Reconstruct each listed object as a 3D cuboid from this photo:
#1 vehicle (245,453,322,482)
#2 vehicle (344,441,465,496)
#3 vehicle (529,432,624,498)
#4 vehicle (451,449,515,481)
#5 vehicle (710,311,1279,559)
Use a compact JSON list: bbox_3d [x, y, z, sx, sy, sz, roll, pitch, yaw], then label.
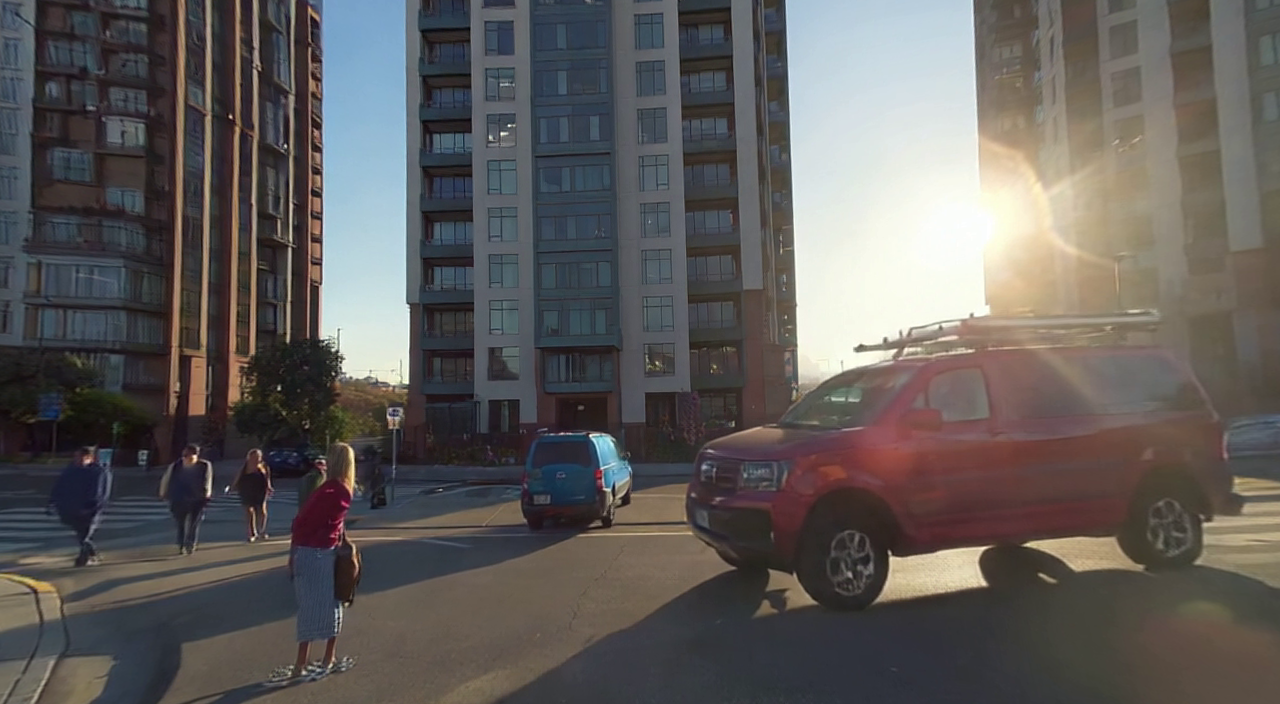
[{"bbox_3d":[-19.432,6.293,34.510,3.467,1.456,1.649,4,-9,-24],"label":"vehicle"},{"bbox_3d":[-8.162,4.074,22.438,2.395,1.719,4.549,0,-8,2],"label":"vehicle"},{"bbox_3d":[-1.748,3.324,18.879,2.144,1.733,4.115,-1,-8,4],"label":"vehicle"},{"bbox_3d":[-7.892,5.707,32.182,2.164,1.494,4.235,0,-8,0],"label":"vehicle"},{"bbox_3d":[4.532,1.092,8.361,6.932,2.753,2.446,0,-8,2],"label":"vehicle"}]
